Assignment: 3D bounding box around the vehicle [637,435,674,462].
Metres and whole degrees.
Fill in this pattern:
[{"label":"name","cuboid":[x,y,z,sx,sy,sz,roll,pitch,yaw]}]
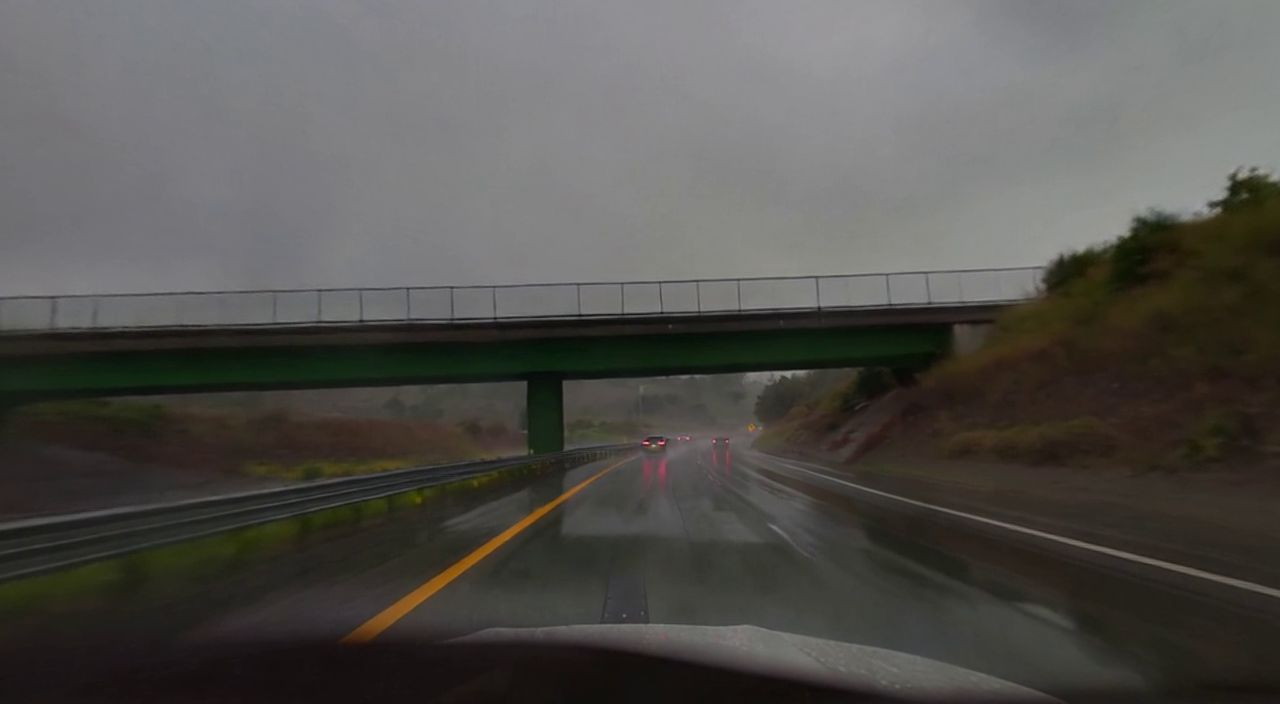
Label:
[{"label":"vehicle","cuboid":[0.980,5.602,36.811,1.993,1.461,3.812,-1,-8,4]}]
